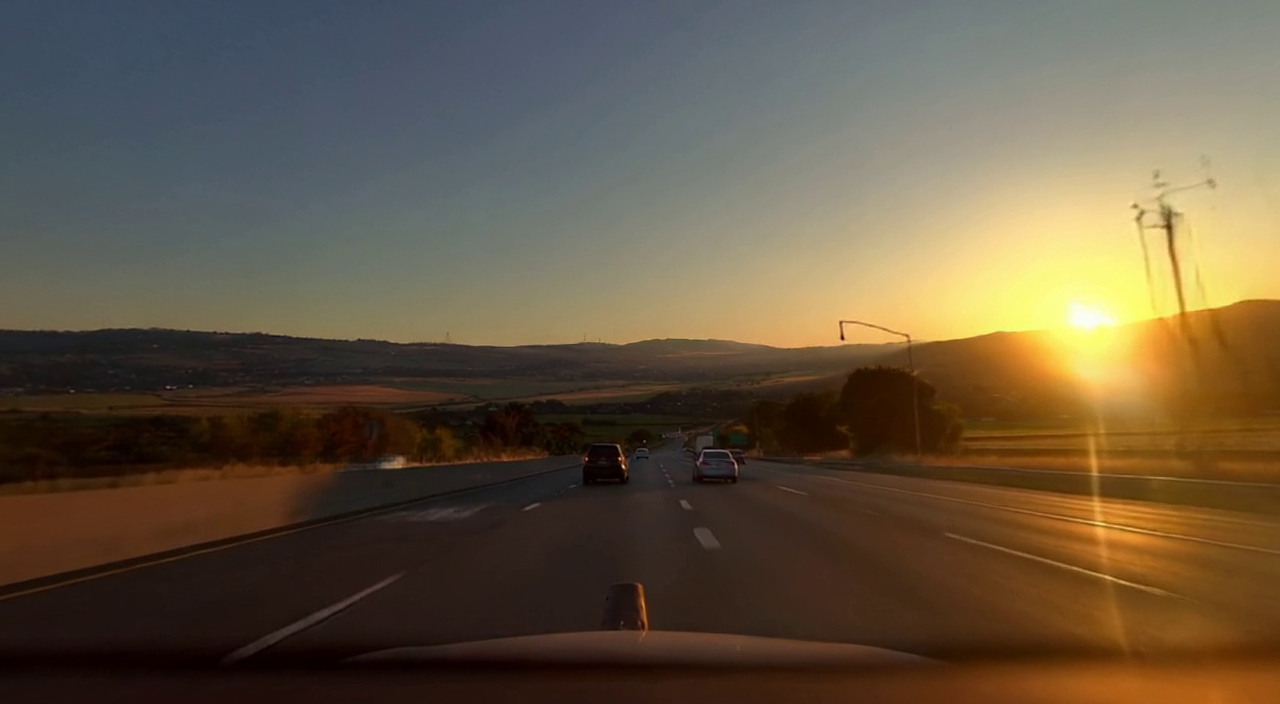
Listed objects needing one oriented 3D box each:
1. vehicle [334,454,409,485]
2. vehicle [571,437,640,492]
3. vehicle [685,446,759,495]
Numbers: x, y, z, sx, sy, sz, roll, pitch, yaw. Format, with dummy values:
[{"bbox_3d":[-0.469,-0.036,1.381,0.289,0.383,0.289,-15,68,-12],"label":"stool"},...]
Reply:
[{"bbox_3d":[-14.220,6.220,33.601,1.948,1.503,4.343,0,-9,2],"label":"vehicle"},{"bbox_3d":[-1.099,3.940,22.331,2.142,1.724,4.344,0,-9,1],"label":"vehicle"},{"bbox_3d":[2.686,3.984,21.542,2.004,1.471,4.032,0,-9,1],"label":"vehicle"}]
